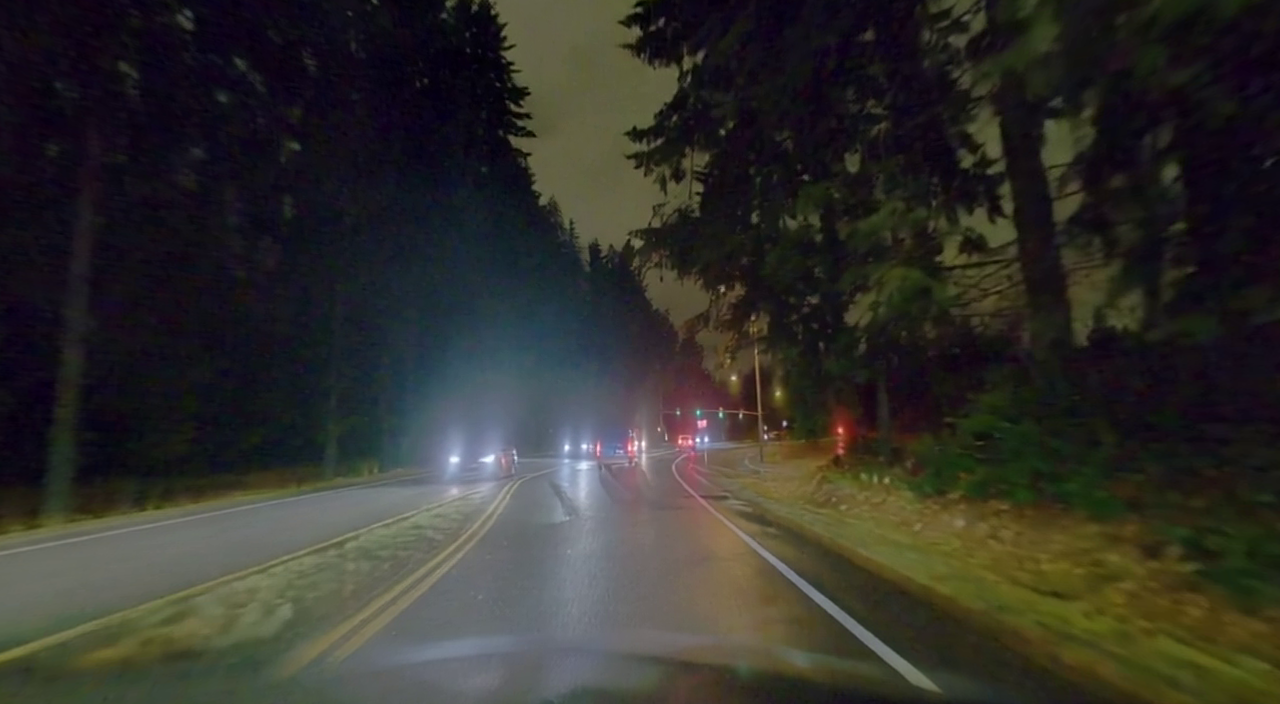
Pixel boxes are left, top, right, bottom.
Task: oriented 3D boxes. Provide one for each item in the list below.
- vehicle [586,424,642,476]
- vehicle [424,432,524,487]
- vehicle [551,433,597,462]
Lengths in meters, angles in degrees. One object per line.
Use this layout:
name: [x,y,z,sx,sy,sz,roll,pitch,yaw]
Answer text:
vehicle: [-1.149,4.564,29.491,2.362,2.185,5.212,0,-8,-1]
vehicle: [-5.410,3.566,21.182,2.051,1.648,4.451,0,-8,2]
vehicle: [-4.878,7.192,47.491,2.295,1.981,5.836,-1,-8,6]
